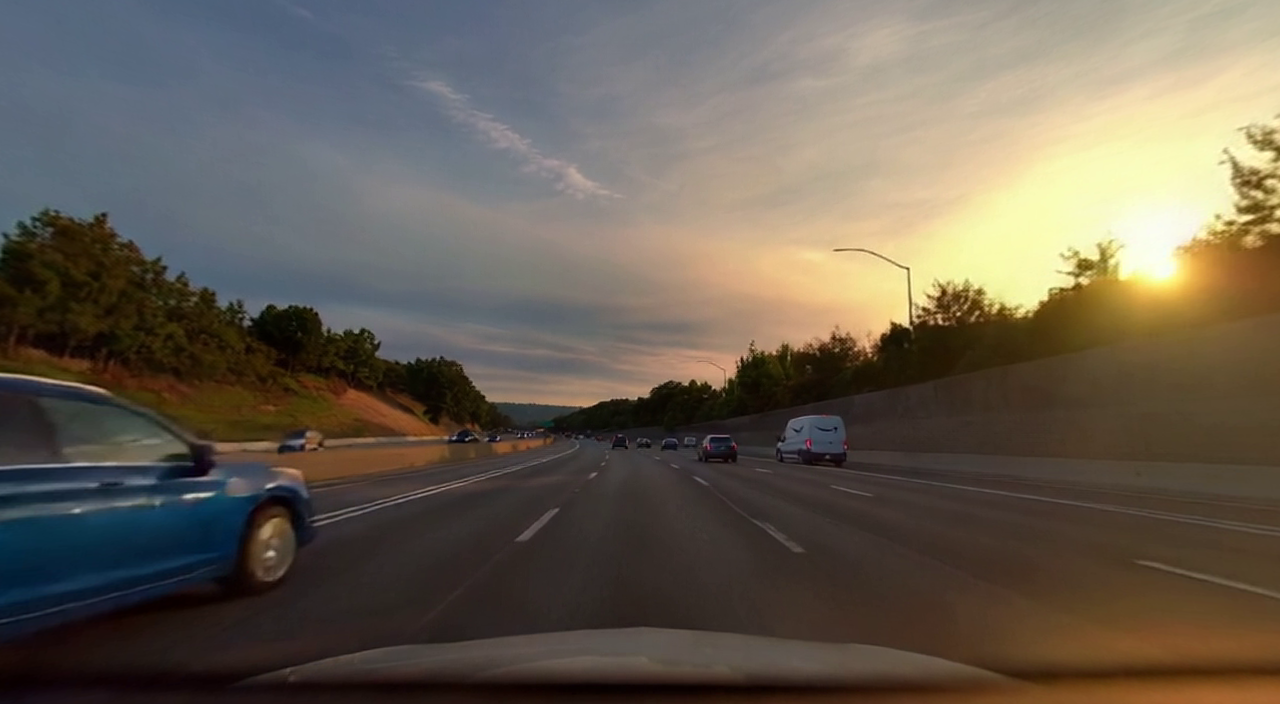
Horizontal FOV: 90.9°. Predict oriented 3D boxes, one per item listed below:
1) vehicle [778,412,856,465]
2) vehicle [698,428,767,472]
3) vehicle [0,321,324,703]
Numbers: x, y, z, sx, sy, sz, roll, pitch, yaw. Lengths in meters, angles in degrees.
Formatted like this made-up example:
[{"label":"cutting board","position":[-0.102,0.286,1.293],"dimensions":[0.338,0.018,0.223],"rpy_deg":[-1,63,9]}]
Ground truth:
[{"label":"vehicle","position":[10.162,5.077,36.947],"dimensions":[2.274,2.802,6.802],"rpy_deg":[0,-8,-3]},{"label":"vehicle","position":[3.847,4.167,26.977],"dimensions":[2.141,1.732,4.279],"rpy_deg":[0,-8,-2]},{"label":"vehicle","position":[-4.273,0.805,3.055],"dimensions":[2.331,1.884,5.787],"rpy_deg":[-1,-8,2]}]
